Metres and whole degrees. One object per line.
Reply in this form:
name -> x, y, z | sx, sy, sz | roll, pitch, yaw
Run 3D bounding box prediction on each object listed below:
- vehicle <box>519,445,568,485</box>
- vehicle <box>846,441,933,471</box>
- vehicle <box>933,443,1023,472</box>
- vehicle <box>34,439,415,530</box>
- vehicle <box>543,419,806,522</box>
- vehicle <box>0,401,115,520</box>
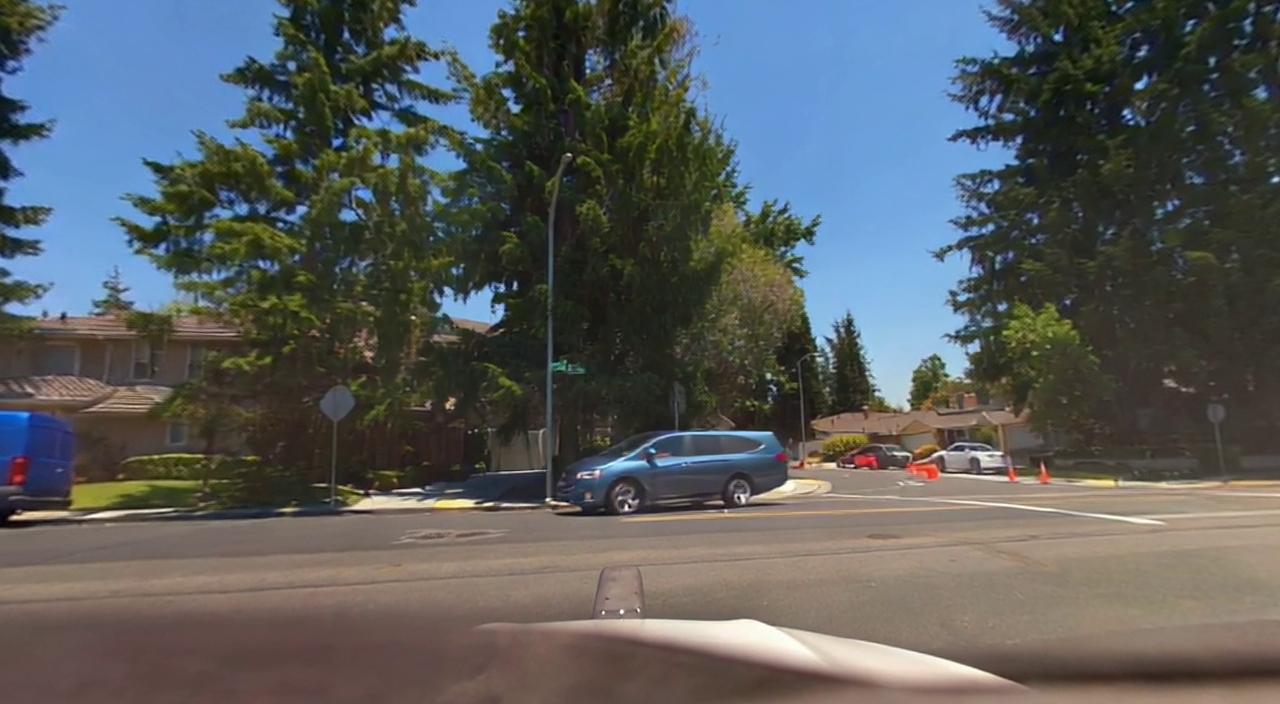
vehicle -> -3.962, 4.504, 25.482 | 1.648, 1.430, 3.654 | 4, -9, -12
vehicle -> 16.602, 6.892, 42.115 | 4.984, 1.912, 2.132 | 2, -9, -12
vehicle -> 18.095, 5.617, 33.906 | 3.863, 1.453, 1.826 | 2, -8, -11
vehicle -> -8.947, 2.918, 14.619 | 6.643, 1.777, 2.925 | 2, -9, -12
vehicle -> 0.655, 2.406, 13.264 | 5.047, 1.851, 2.103 | 2, -9, -16
vehicle -> -16.431, 2.384, 13.186 | 7.824, 2.323, 2.863 | 0, -11, -10
